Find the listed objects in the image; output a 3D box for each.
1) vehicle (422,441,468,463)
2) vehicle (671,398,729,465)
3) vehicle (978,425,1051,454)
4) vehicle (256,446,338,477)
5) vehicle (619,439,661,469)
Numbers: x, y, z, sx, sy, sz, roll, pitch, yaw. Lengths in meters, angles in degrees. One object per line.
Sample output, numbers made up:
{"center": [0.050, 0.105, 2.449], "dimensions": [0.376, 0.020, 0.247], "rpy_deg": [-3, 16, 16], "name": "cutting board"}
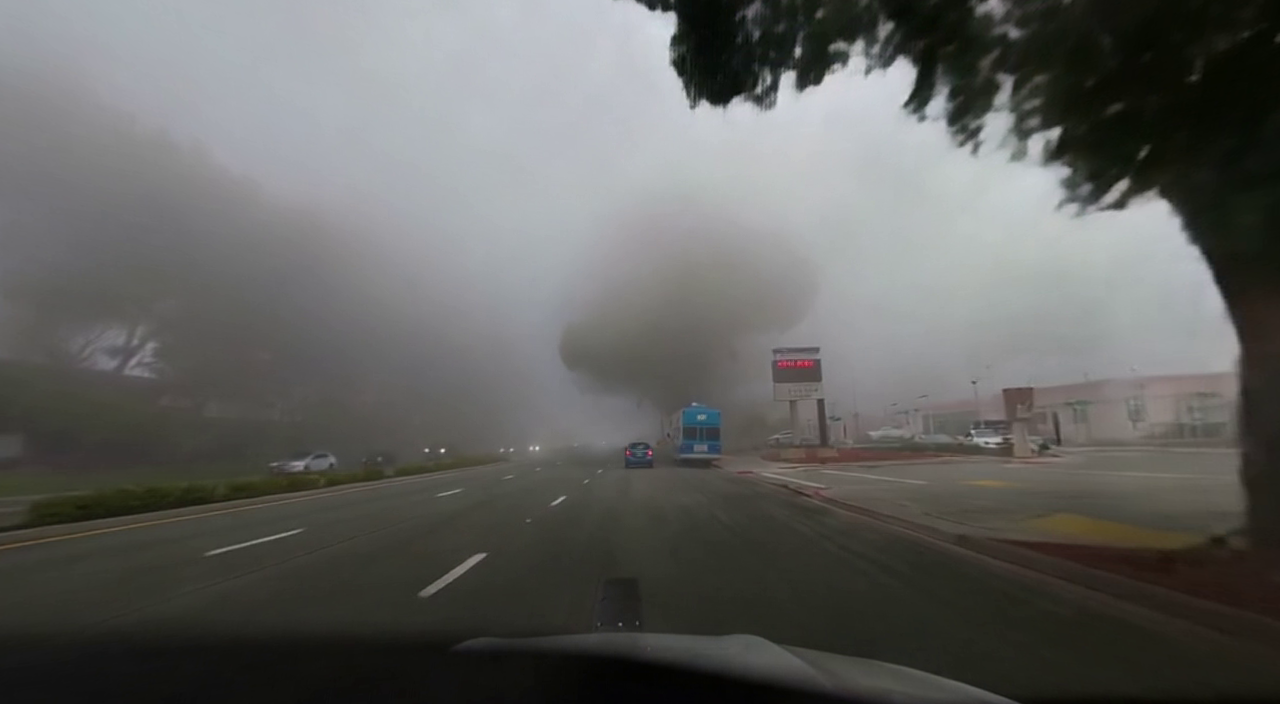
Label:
{"center": [-14.970, 7.700, 48.681], "dimensions": [1.983, 1.630, 4.568], "rpy_deg": [0, -9, 2], "name": "vehicle"}
{"center": [3.768, 5.358, 41.682], "dimensions": [2.896, 3.921, 8.415], "rpy_deg": [0, -9, -1], "name": "vehicle"}
{"center": [24.348, 5.656, 41.072], "dimensions": [4.430, 1.659, 1.905], "rpy_deg": [2, -8, -28], "name": "vehicle"}
{"center": [-18.281, 5.850, 33.952], "dimensions": [1.832, 1.528, 4.603], "rpy_deg": [0, -9, -1], "name": "vehicle"}
{"center": [-0.051, 5.608, 34.730], "dimensions": [2.103, 1.506, 4.742], "rpy_deg": [0, -9, -1], "name": "vehicle"}
